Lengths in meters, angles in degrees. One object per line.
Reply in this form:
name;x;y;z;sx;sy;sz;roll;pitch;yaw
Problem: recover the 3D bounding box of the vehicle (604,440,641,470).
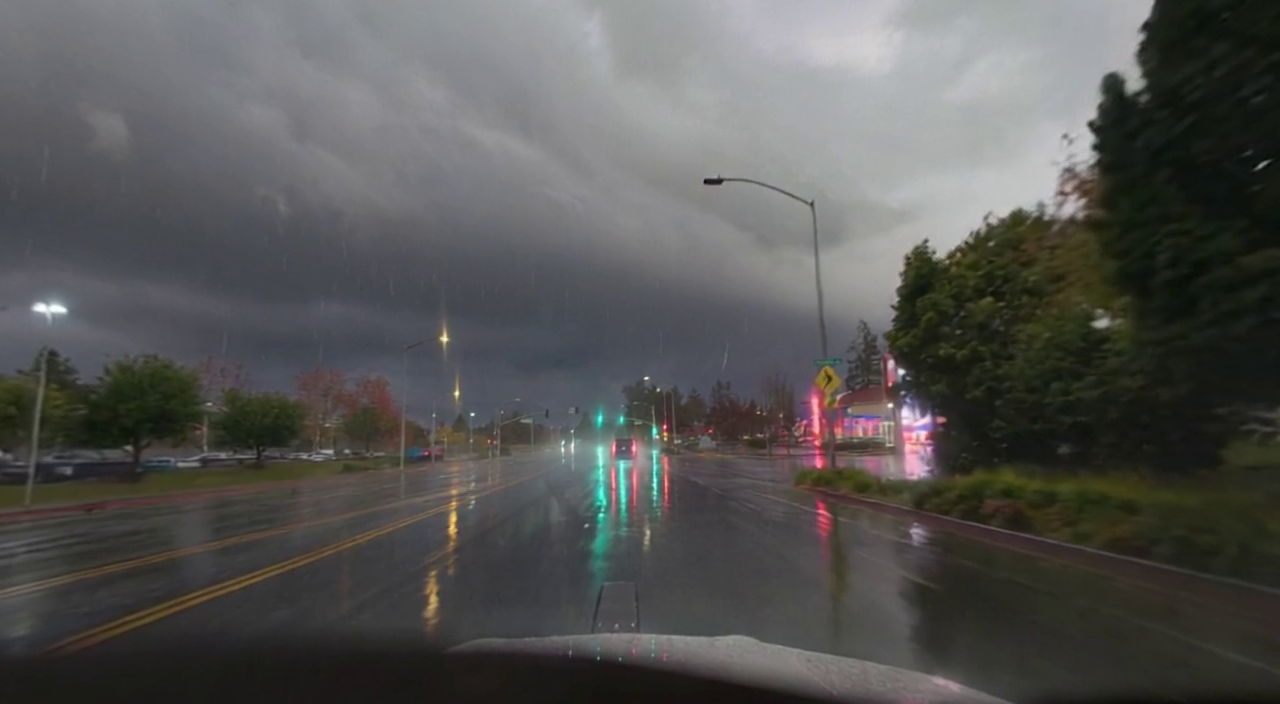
vehicle;-1.013;6.012;37.117;2.024;1.628;4.774;0;-8;-1
